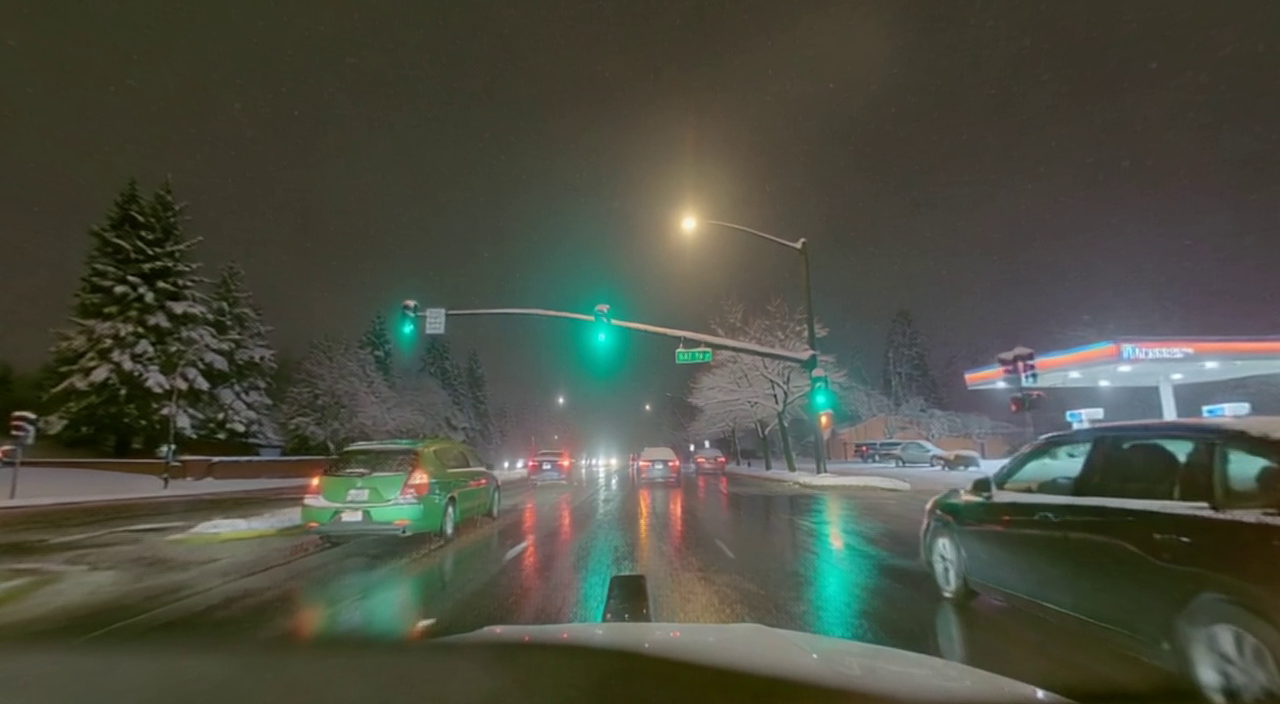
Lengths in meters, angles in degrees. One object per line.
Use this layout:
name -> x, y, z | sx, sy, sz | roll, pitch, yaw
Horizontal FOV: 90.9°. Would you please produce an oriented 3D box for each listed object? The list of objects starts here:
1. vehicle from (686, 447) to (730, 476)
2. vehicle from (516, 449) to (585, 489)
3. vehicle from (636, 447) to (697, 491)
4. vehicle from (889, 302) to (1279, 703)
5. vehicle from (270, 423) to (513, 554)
vehicle -> 3.751, 6.110, 35.461 | 1.920, 1.479, 4.548 | 0, -9, -1
vehicle -> -3.433, 4.581, 25.003 | 1.995, 1.436, 4.500 | 0, -9, 1
vehicle -> 0.892, 4.153, 22.680 | 1.994, 1.433, 3.894 | 0, -9, 1
vehicle -> 3.426, 0.952, 3.821 | 1.992, 1.805, 4.549 | 0, -9, 1
vehicle -> -3.757, 2.170, 10.751 | 2.023, 1.687, 4.874 | 0, -9, 2
